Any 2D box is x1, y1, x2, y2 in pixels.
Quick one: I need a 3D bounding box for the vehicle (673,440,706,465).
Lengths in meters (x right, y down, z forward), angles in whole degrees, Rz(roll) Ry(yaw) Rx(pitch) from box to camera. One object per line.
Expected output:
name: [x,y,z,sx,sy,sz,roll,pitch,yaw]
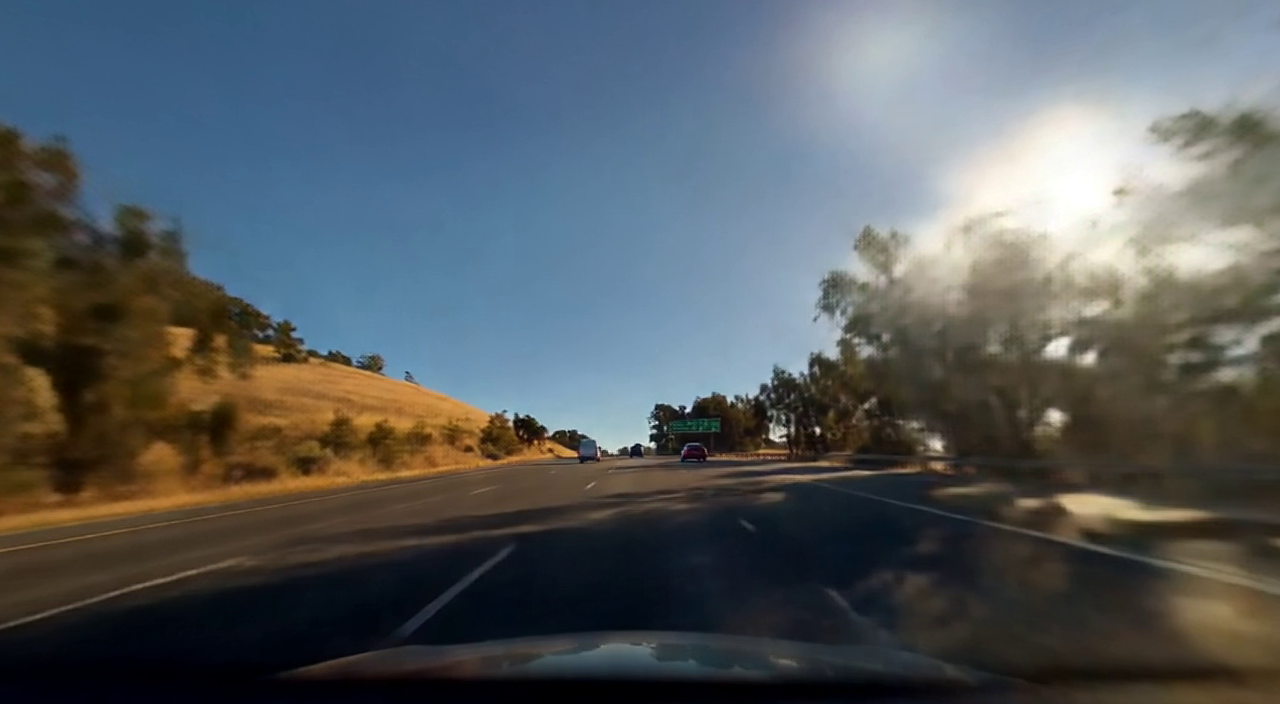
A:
vehicle: [3.693,7.526,47.324,1.995,1.712,4.206,0,-8,-2]
